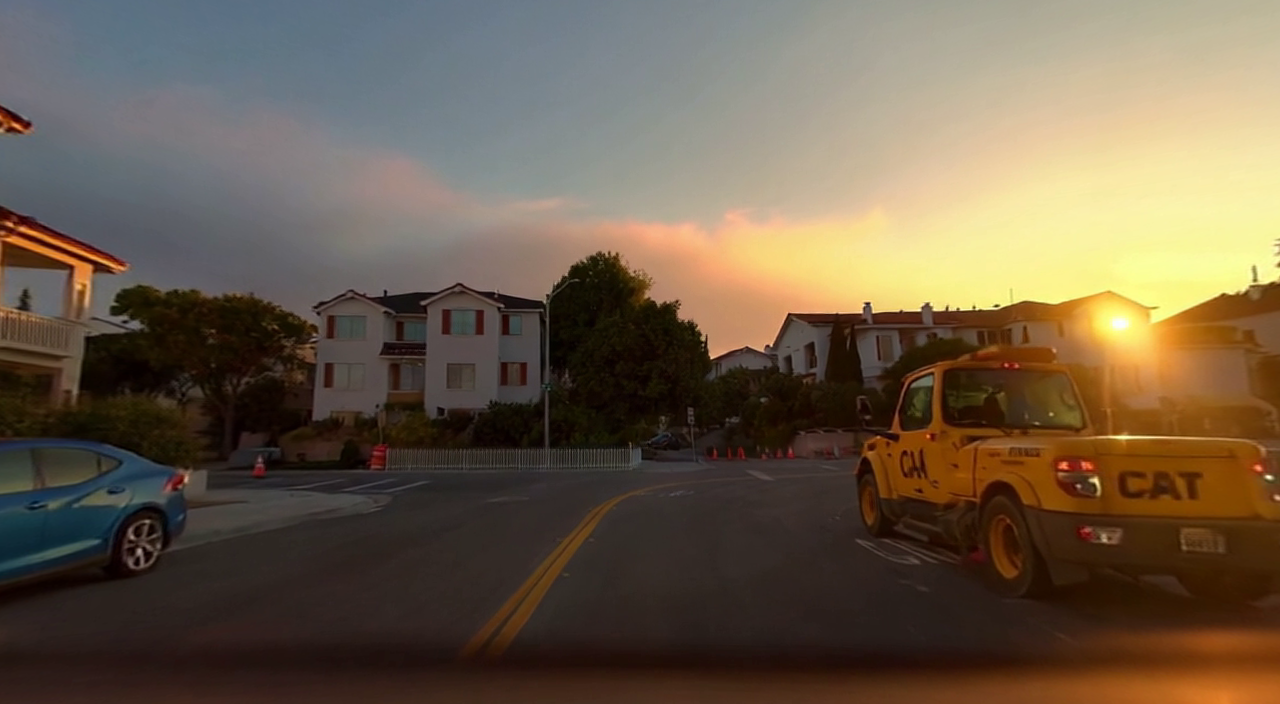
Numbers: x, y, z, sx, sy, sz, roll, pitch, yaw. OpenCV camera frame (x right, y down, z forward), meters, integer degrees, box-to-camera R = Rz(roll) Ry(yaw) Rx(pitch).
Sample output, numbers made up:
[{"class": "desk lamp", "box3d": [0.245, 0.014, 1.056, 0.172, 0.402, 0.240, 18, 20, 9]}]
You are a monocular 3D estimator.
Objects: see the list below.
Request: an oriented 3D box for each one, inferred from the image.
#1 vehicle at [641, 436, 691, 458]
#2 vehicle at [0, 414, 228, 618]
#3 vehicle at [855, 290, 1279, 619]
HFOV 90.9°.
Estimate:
[{"class": "vehicle", "box3d": [1.940, 7.237, 47.967, 3.629, 1.578, 1.802, 0, -8, -1]}, {"class": "vehicle", "box3d": [-6.704, 1.510, 6.018, 2.220, 1.765, 4.799, 0, -8, 1]}, {"class": "vehicle", "box3d": [4.355, 1.045, 6.891, 2.501, 2.613, 3.505, 0, -9, -4]}]
